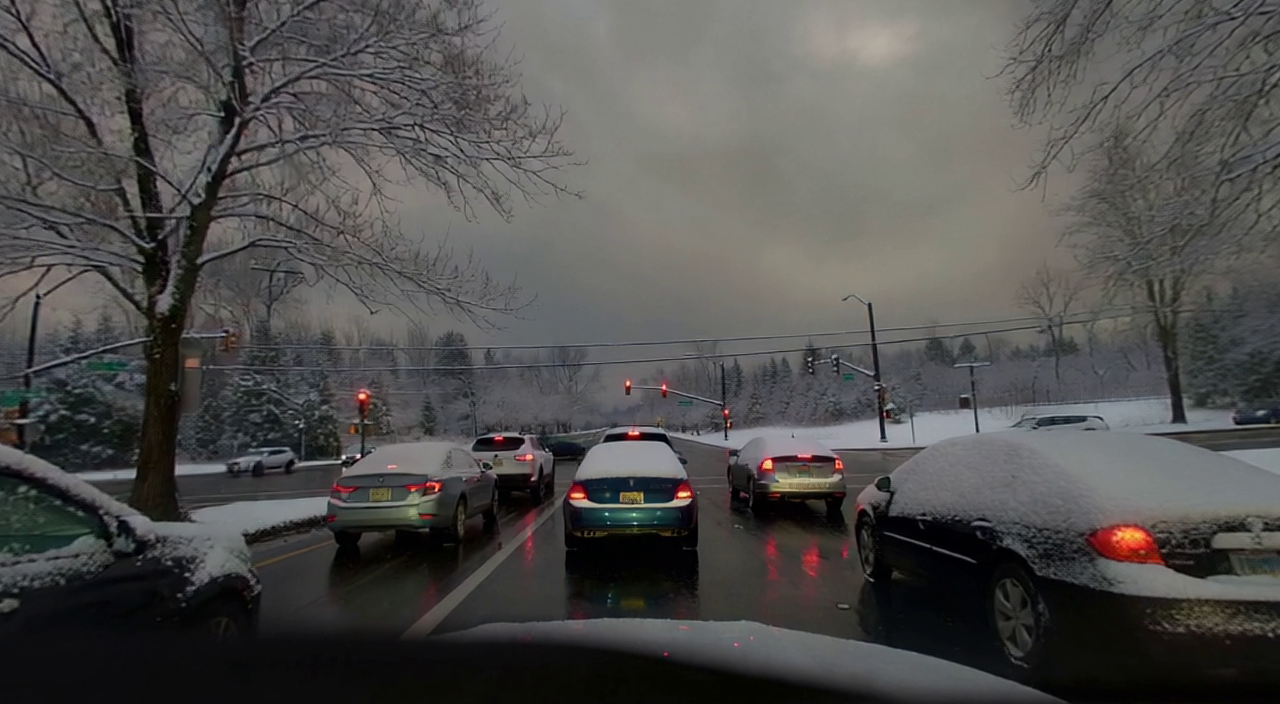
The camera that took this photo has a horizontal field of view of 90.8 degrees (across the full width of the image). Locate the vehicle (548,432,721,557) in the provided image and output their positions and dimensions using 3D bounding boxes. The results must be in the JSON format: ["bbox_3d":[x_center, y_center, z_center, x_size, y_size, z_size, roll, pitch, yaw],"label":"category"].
[{"bbox_3d":[-0.077,2.003,9.591,2.061,1.470,3.970,0,-8,0],"label":"vehicle"}]

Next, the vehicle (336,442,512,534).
[{"bbox_3d":[-3.908,2.501,12.336,1.919,1.459,4.371,0,-8,0],"label":"vehicle"}]

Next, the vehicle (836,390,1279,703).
[{"bbox_3d":[3.394,1.304,5.423,1.933,1.564,4.600,0,-8,0],"label":"vehicle"}]

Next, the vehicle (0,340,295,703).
[{"bbox_3d":[-3.652,0.838,2.533,2.047,1.764,4.369,0,-8,0],"label":"vehicle"}]

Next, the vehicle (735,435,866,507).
[{"bbox_3d":[3.639,2.776,15.248,1.922,1.472,4.440,0,-8,-1],"label":"vehicle"}]
